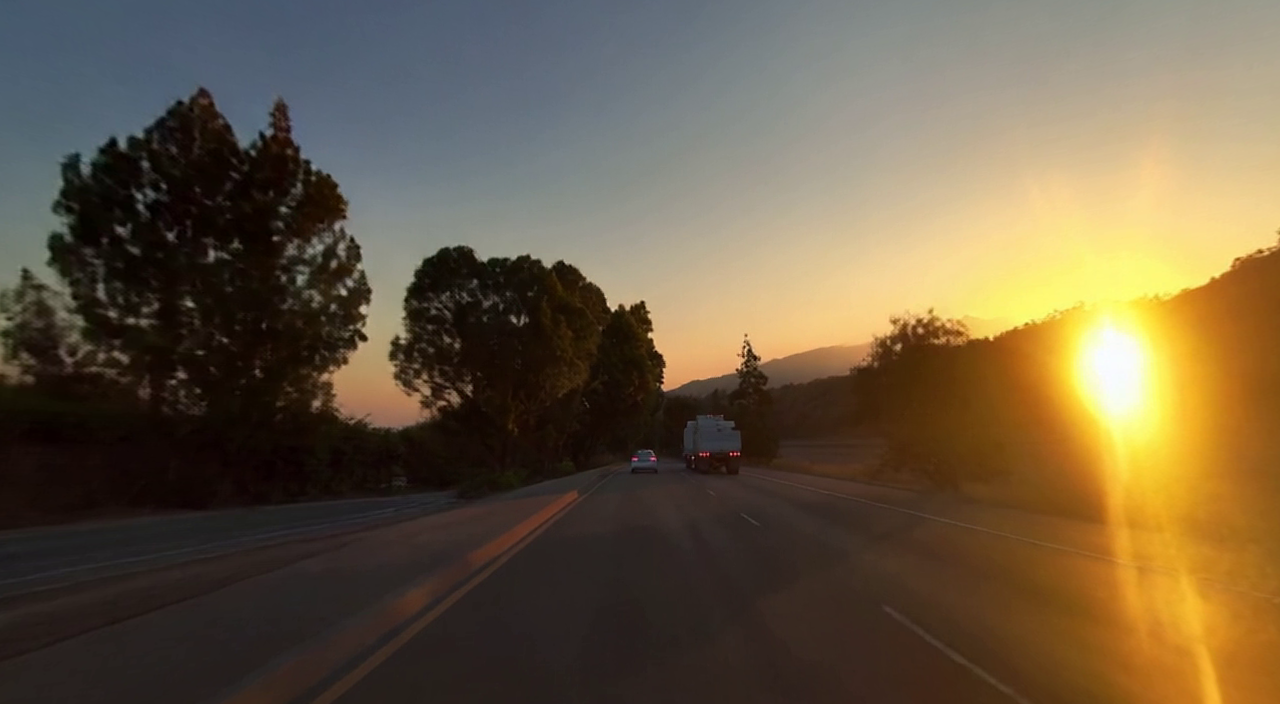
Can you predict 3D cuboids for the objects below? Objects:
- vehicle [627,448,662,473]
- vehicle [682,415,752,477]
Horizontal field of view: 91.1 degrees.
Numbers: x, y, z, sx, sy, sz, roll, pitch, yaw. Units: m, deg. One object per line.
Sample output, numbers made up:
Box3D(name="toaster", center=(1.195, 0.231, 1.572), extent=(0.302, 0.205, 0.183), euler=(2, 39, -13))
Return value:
Box3D(name="vehicle", center=(0.329, 6.967, 40.570), extent=(2.170, 1.544, 4.373), euler=(0, -8, 1))
Box3D(name="vehicle", center=(4.330, 5.557, 37.205), extent=(3.015, 3.211, 7.982), euler=(0, -8, -1))
